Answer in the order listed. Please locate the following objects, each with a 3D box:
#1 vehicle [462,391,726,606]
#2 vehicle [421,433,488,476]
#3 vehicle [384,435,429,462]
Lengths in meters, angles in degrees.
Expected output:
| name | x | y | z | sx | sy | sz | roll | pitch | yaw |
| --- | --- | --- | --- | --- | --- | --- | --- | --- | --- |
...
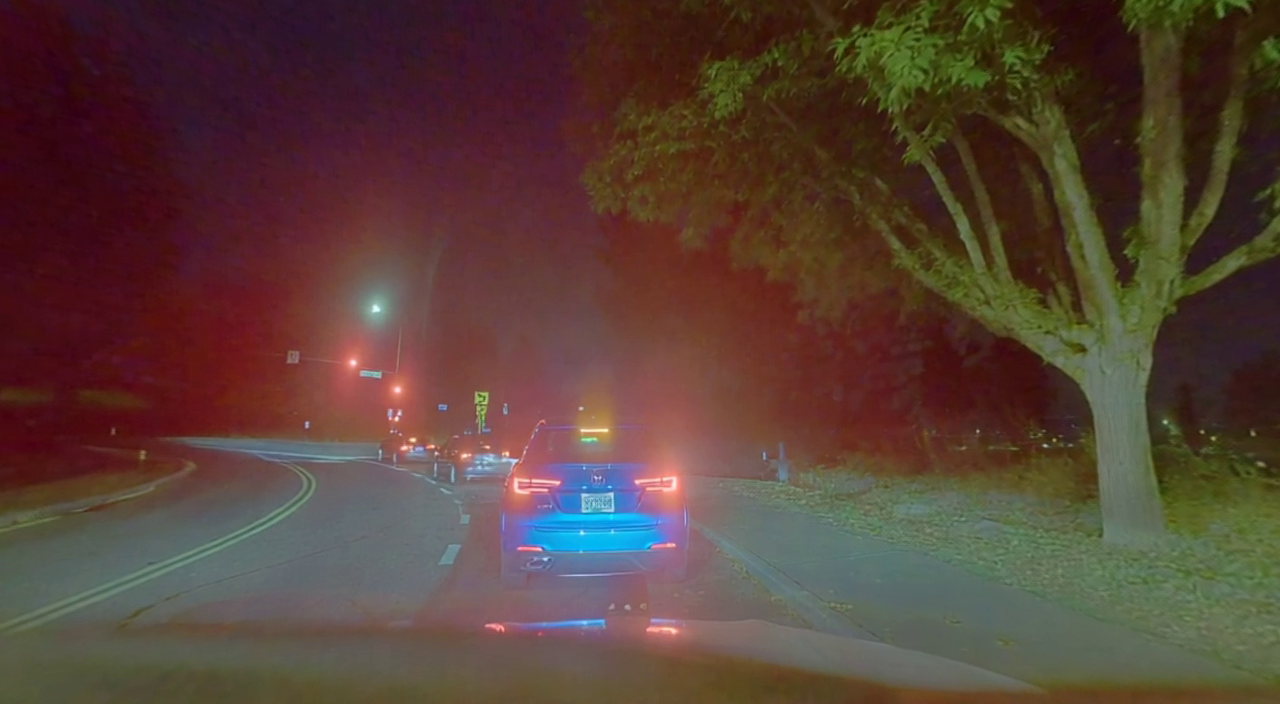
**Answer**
| name | x | y | z | sx | sy | sz | roll | pitch | yaw |
| --- | --- | --- | --- | --- | --- | --- | --- | --- | --- |
| vehicle | -0.674 | 1.462 | 7.202 | 2.134 | 1.671 | 4.147 | 1 | -8 | -9 |
| vehicle | -7.286 | 3.953 | 24.483 | 1.902 | 1.536 | 3.662 | 4 | -9 | -25 |
| vehicle | -13.748 | 5.646 | 36.904 | 1.863 | 1.488 | 4.426 | 4 | -9 | -27 |
